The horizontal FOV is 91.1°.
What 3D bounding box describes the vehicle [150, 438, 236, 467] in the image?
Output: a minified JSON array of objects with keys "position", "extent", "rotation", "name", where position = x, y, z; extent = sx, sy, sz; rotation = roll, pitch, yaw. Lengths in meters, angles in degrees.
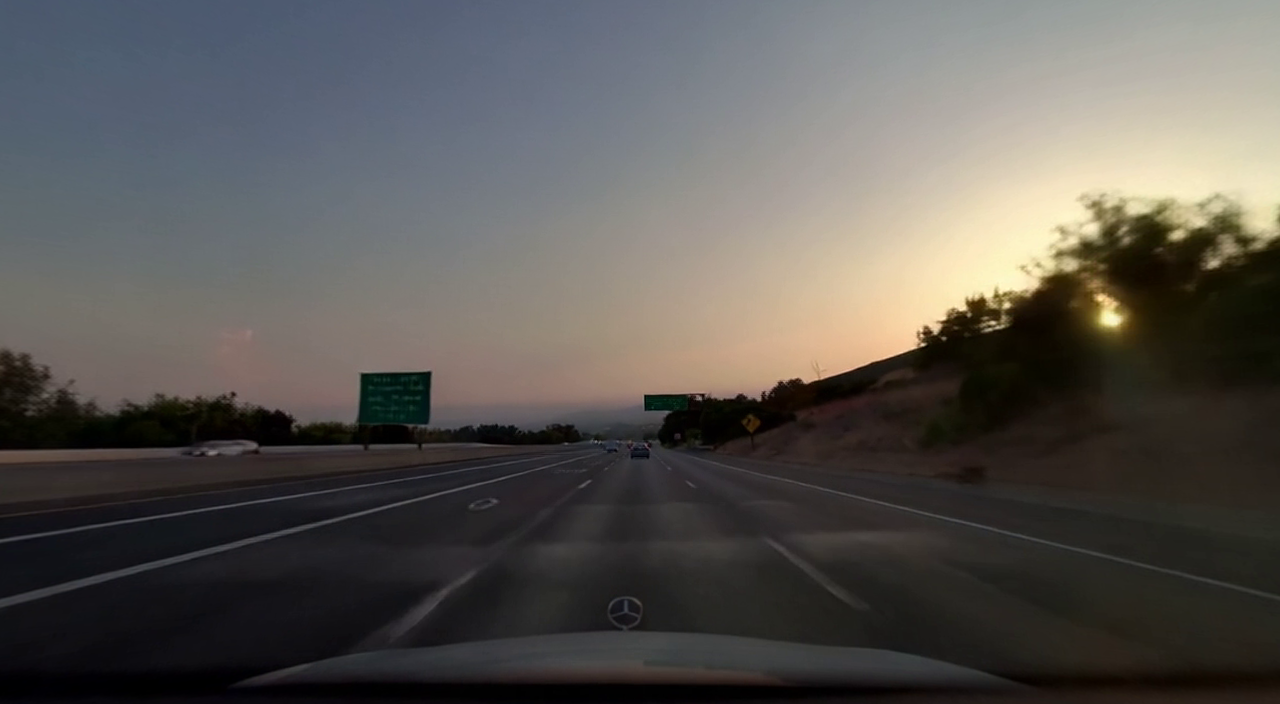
[{"position":[-32.201,7.238,45.495],"extent":[2.060,1.962,5.618],"rotation":[0,-8,0],"name":"vehicle"}]
